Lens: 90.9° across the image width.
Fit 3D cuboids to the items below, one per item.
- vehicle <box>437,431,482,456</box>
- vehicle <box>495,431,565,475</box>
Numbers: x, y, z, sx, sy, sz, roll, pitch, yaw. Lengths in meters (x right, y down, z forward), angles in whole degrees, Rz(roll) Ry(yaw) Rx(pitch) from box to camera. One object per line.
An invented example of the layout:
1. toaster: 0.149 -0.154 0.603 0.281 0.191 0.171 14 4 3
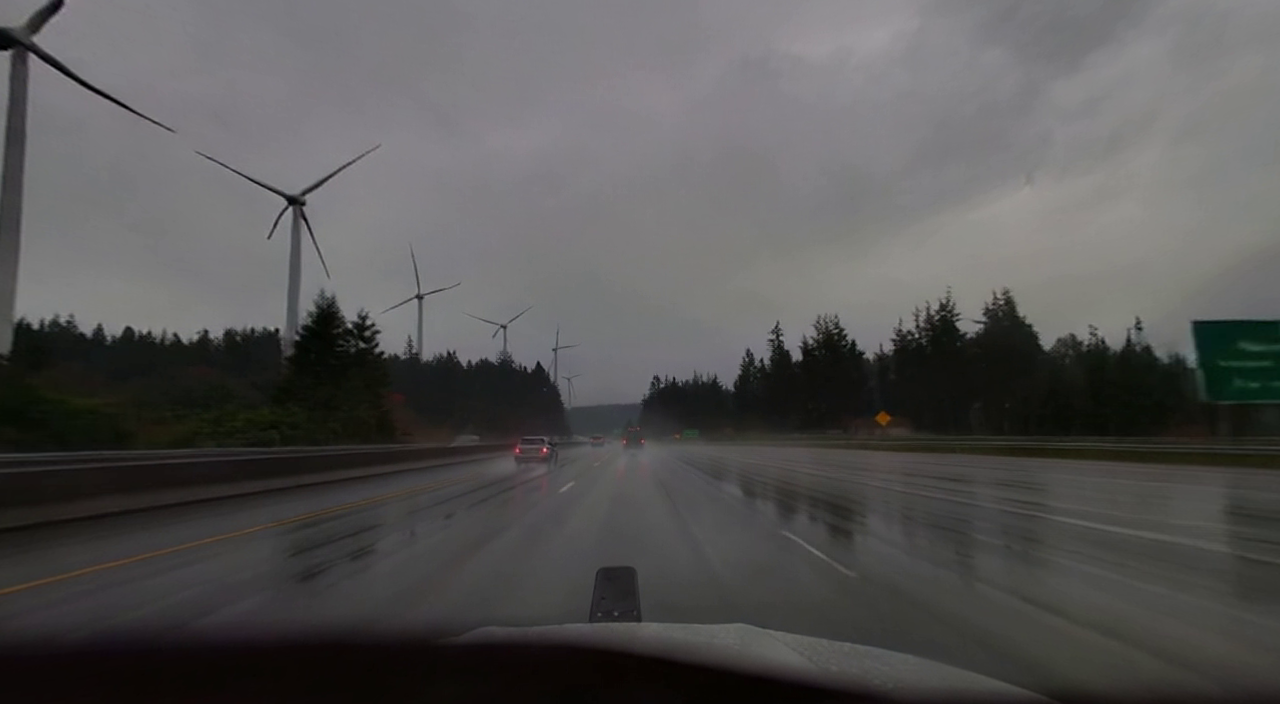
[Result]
1. vehicle: -13.283 6.765 46.566 1.999 1.752 4.588 0 -8 -1
2. vehicle: -4.123 3.821 24.173 1.950 1.511 3.965 0 -8 0
